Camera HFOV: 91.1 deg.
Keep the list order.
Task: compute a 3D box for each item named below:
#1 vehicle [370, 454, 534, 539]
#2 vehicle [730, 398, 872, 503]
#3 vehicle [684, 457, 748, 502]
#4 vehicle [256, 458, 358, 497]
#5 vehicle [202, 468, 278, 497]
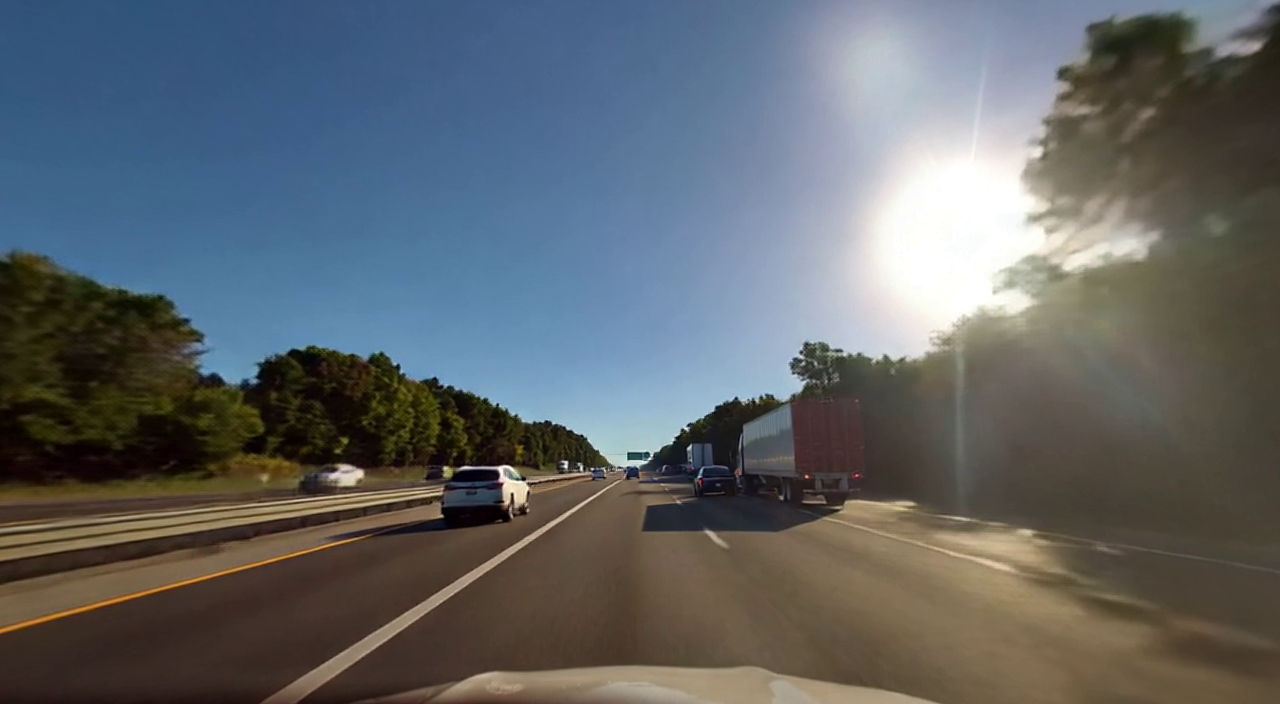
[{"bbox_3d":[-3.789,3.033,13.711,2.065,1.485,4.682,1,-10,1],"label":"vehicle"},{"bbox_3d":[7.569,5.441,33.450,2.861,4.086,17.499,1,-10,0],"label":"vehicle"},{"bbox_3d":[3.143,5.391,26.870,2.050,1.708,4.457,1,-10,-1],"label":"vehicle"},{"bbox_3d":[-15.198,5.753,29.020,1.949,1.577,4.837,1,-10,1],"label":"vehicle"},{"bbox_3d":[-22.318,7.256,35.177,1.666,1.484,3.689,1,-11,2],"label":"vehicle"}]
